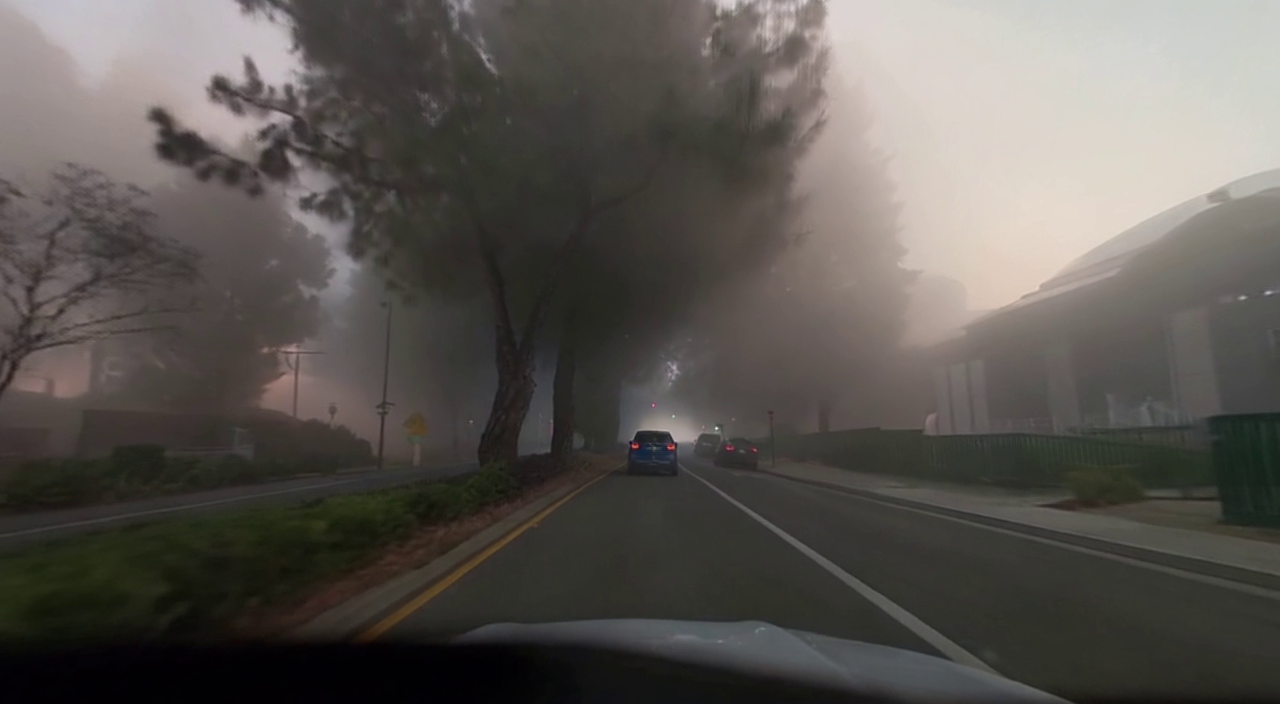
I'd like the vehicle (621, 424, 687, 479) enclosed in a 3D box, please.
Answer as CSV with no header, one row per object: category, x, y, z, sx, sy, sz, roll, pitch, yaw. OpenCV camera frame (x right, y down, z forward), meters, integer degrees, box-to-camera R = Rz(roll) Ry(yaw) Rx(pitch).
vehicle,0.557,3.893,24.827,2.386,1.947,4.168,-1,-8,2

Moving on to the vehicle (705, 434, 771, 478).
vehicle,4.175,4.531,27.688,2.138,1.699,4.852,0,-8,0
